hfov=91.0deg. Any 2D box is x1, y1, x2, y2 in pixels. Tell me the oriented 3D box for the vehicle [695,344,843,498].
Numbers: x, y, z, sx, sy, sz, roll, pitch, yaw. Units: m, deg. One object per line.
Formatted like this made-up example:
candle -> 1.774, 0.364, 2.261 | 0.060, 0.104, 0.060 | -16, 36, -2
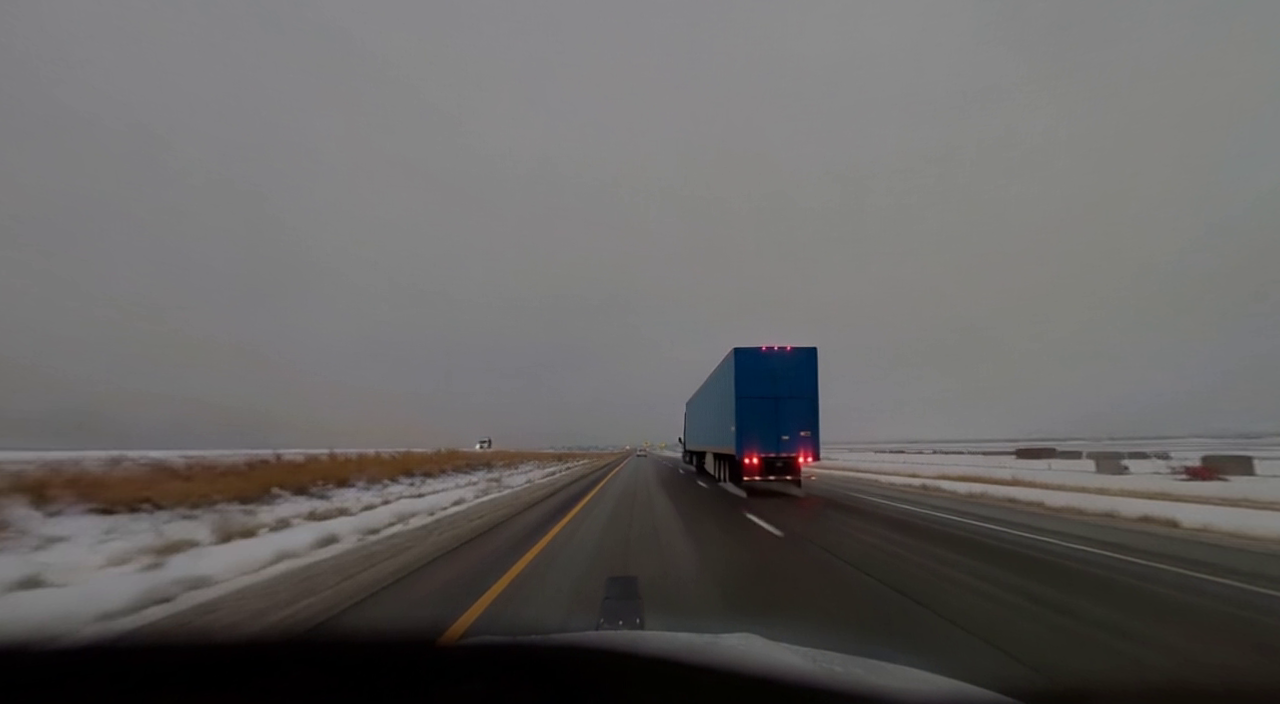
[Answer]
vehicle -> 4.066, 2.864, 23.752 | 2.818, 4.206, 12.987 | 0, -9, 0
